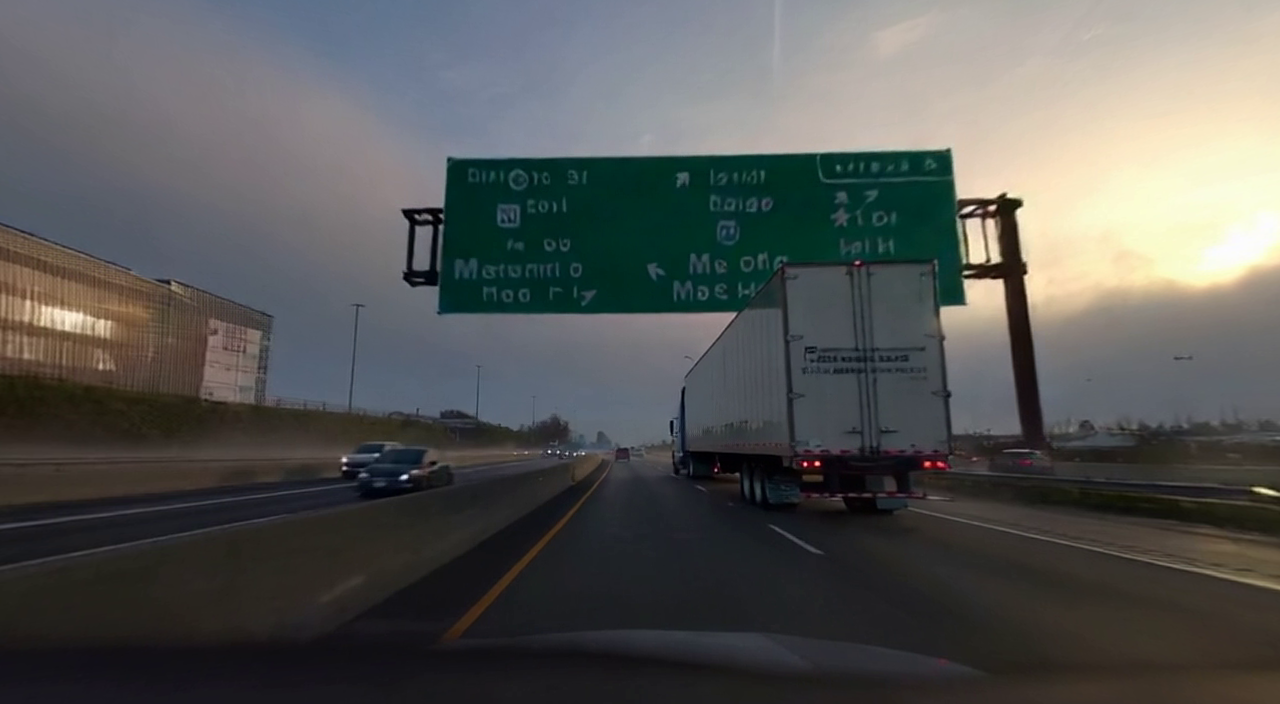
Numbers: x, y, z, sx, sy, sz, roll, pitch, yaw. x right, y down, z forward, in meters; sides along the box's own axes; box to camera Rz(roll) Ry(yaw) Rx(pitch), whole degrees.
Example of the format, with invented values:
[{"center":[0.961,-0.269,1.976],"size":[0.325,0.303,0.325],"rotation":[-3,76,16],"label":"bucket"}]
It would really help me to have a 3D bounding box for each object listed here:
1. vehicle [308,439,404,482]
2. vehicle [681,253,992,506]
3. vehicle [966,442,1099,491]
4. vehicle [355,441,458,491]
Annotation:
[{"center":[-11.623,4.461,26.000],"size":[1.993,1.622,4.248],"rotation":[0,-9,-1],"label":"vehicle"},{"center":[3.855,1.790,19.471],"size":[3.317,4.314,17.803],"rotation":[0,-9,-2],"label":"vehicle"},{"center":[14.609,4.254,23.685],"size":[2.107,1.648,4.324],"rotation":[0,-9,-1],"label":"vehicle"},{"center":[-7.879,3.880,21.649],"size":[1.912,1.501,4.414],"rotation":[0,-9,-1],"label":"vehicle"}]
